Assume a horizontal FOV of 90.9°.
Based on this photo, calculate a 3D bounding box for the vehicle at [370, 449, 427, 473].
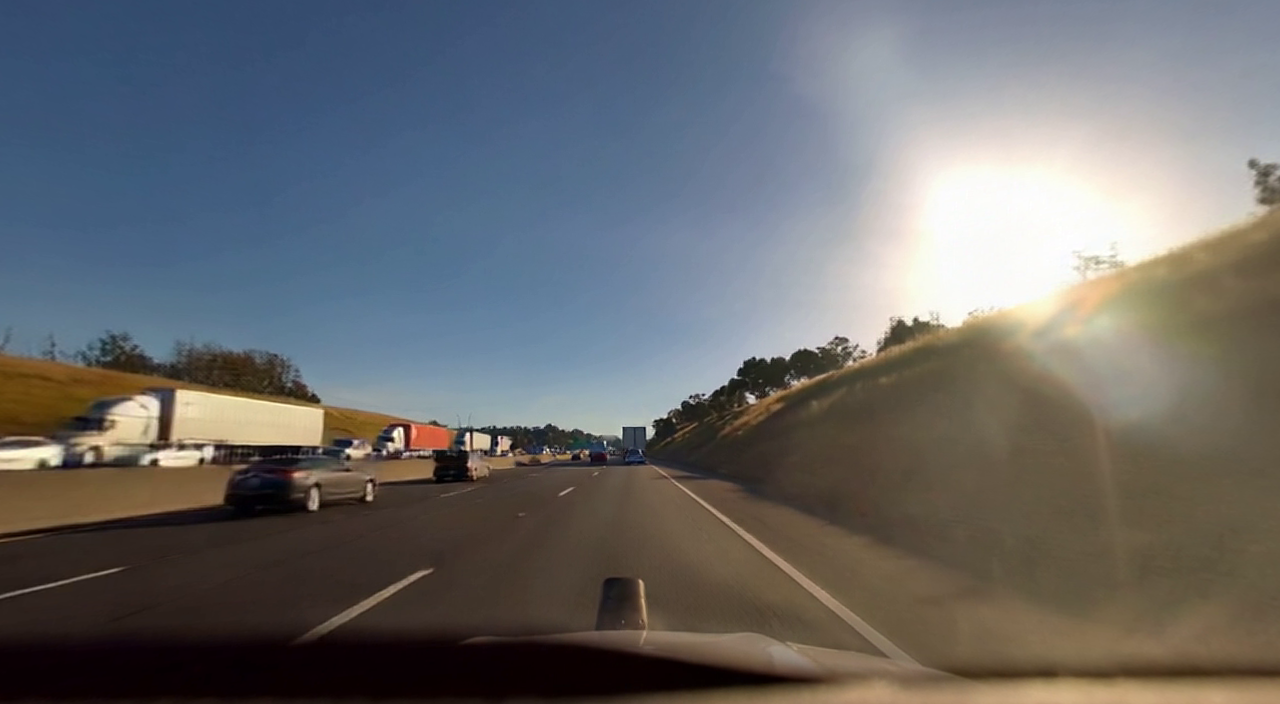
[{"bbox_3d":[-14.839,6.721,38.922,1.927,1.393,4.071,0,-9,-1],"label":"vehicle"}]

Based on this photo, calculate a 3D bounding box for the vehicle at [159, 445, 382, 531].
[{"bbox_3d":[-7.231,2.671,13.025,1.895,1.446,4.456,0,-9,0],"label":"vehicle"}]

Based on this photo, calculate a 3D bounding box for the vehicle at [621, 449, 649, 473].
[{"bbox_3d":[-0.359,7.917,45.959,2.009,1.657,3.962,0,-9,0],"label":"vehicle"}]

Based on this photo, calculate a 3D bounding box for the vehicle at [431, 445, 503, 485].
[{"bbox_3d":[-7.815,5.129,28.900,2.004,1.629,4.506,0,-9,0],"label":"vehicle"}]

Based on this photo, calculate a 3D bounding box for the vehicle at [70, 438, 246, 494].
[{"bbox_3d":[-14.699,3.500,19.655,1.817,1.508,4.734,0,-9,-1],"label":"vehicle"}]
